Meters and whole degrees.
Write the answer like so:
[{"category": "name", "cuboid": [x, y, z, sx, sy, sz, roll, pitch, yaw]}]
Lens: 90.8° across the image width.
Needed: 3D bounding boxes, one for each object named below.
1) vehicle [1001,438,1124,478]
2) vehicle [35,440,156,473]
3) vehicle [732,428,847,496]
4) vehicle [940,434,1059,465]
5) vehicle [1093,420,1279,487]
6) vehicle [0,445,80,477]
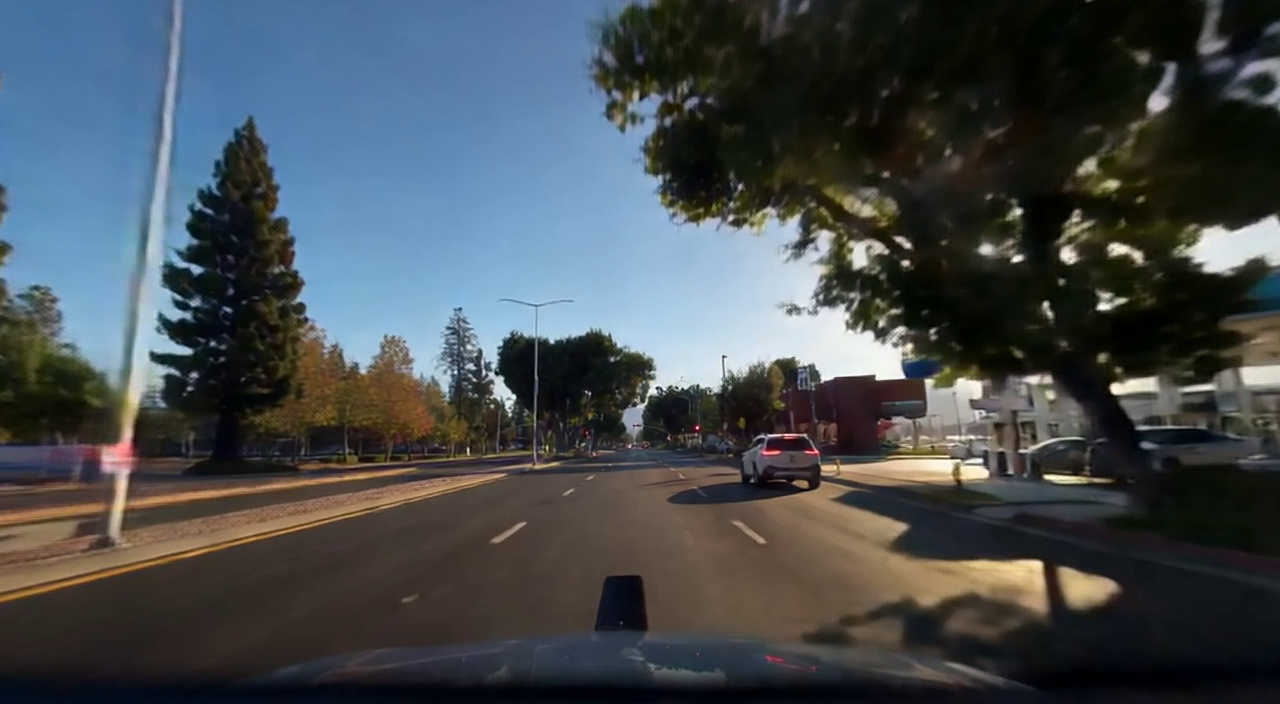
[{"category": "vehicle", "cuboid": [15.960, 3.979, 23.988, 3.383, 1.393, 1.730, 0, -8, 3]}, {"category": "vehicle", "cuboid": [-33.060, 6.347, 38.505, 5.259, 1.760, 2.094, -2, -9, -3]}, {"category": "vehicle", "cuboid": [4.531, 3.427, 20.119, 2.245, 1.864, 5.076, 0, -8, -2]}, {"category": "vehicle", "cuboid": [23.461, 6.388, 41.441, 6.404, 1.894, 2.275, 0, -8, 0]}, {"category": "vehicle", "cuboid": [16.680, 2.897, 18.177, 5.536, 1.705, 2.122, -1, -9, 1]}, {"category": "vehicle", "cuboid": [-33.086, 5.670, 33.062, 5.406, 1.627, 2.177, 0, -8, -1]}]
